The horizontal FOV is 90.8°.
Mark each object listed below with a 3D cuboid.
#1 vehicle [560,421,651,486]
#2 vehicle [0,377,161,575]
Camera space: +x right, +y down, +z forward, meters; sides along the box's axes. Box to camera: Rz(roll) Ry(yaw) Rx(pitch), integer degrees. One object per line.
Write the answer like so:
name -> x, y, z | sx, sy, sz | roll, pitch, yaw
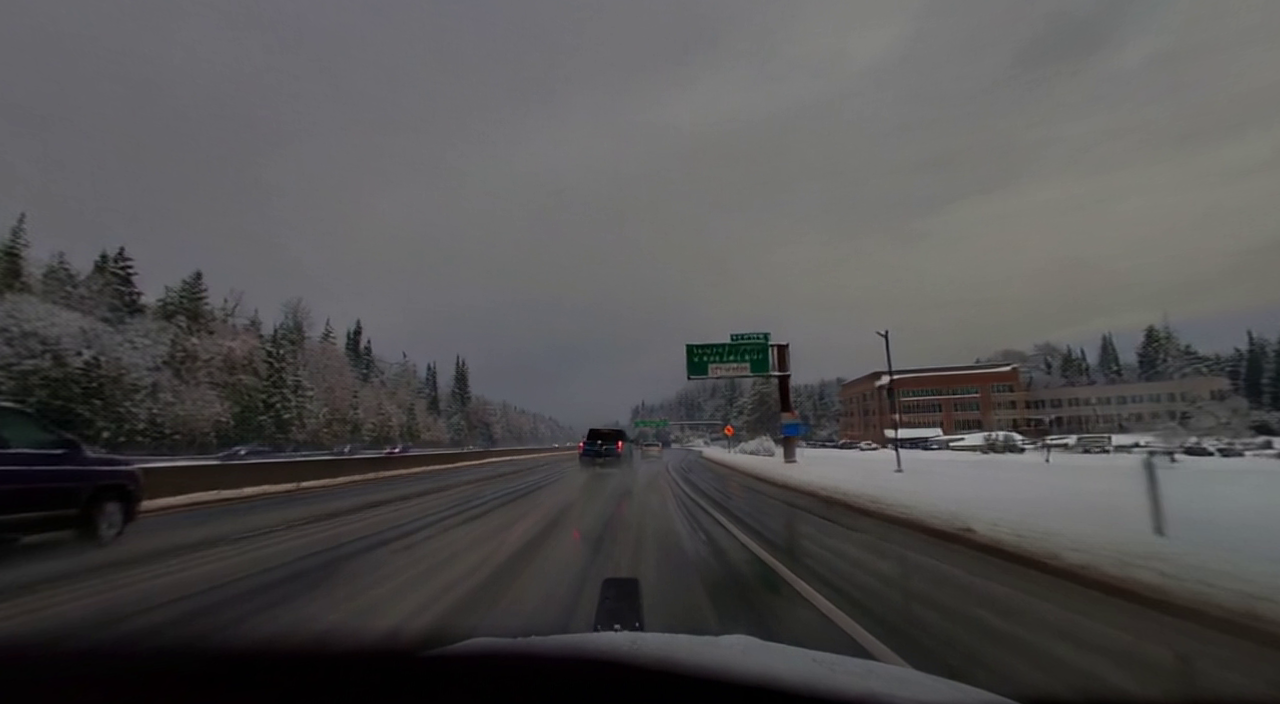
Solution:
vehicle -> -1.007, 3.506, 21.966 | 2.497, 1.957, 5.432 | -1, -9, 4
vehicle -> -7.529, 1.153, 5.705 | 2.289, 1.955, 5.147 | 0, -9, 0
